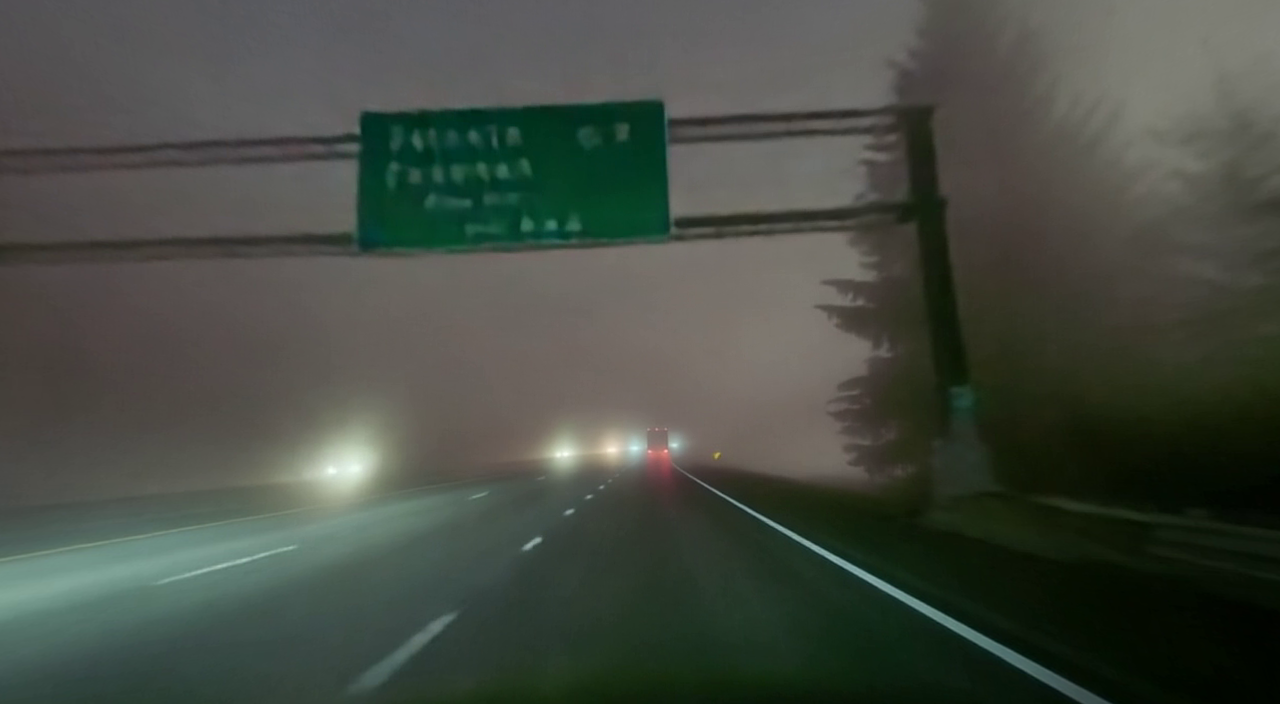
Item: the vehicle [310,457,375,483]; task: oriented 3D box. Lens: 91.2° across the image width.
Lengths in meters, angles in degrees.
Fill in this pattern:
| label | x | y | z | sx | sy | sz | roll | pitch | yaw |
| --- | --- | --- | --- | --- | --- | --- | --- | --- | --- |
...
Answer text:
| label | x | y | z | sx | sy | sz | roll | pitch | yaw |
| --- | --- | --- | --- | --- | --- | --- | --- | --- | --- |
| vehicle | -19.088 | 7.569 | 40.418 | 1.859 | 1.478 | 4.539 | 0 | -9 | 2 |
